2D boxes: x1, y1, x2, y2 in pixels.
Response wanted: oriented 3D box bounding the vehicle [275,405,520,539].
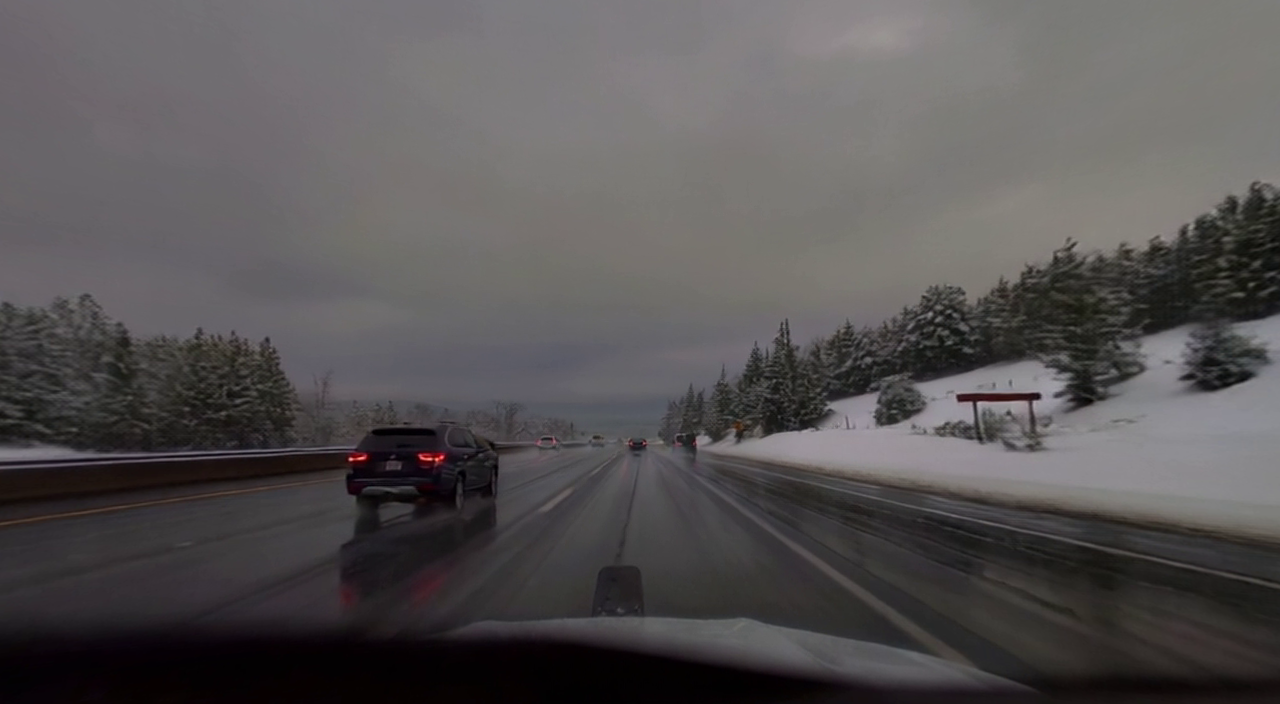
[{"bbox_3d":[-3.552,1.871,10.466,2.166,1.700,4.661,0,-8,1],"label":"vehicle"}]
